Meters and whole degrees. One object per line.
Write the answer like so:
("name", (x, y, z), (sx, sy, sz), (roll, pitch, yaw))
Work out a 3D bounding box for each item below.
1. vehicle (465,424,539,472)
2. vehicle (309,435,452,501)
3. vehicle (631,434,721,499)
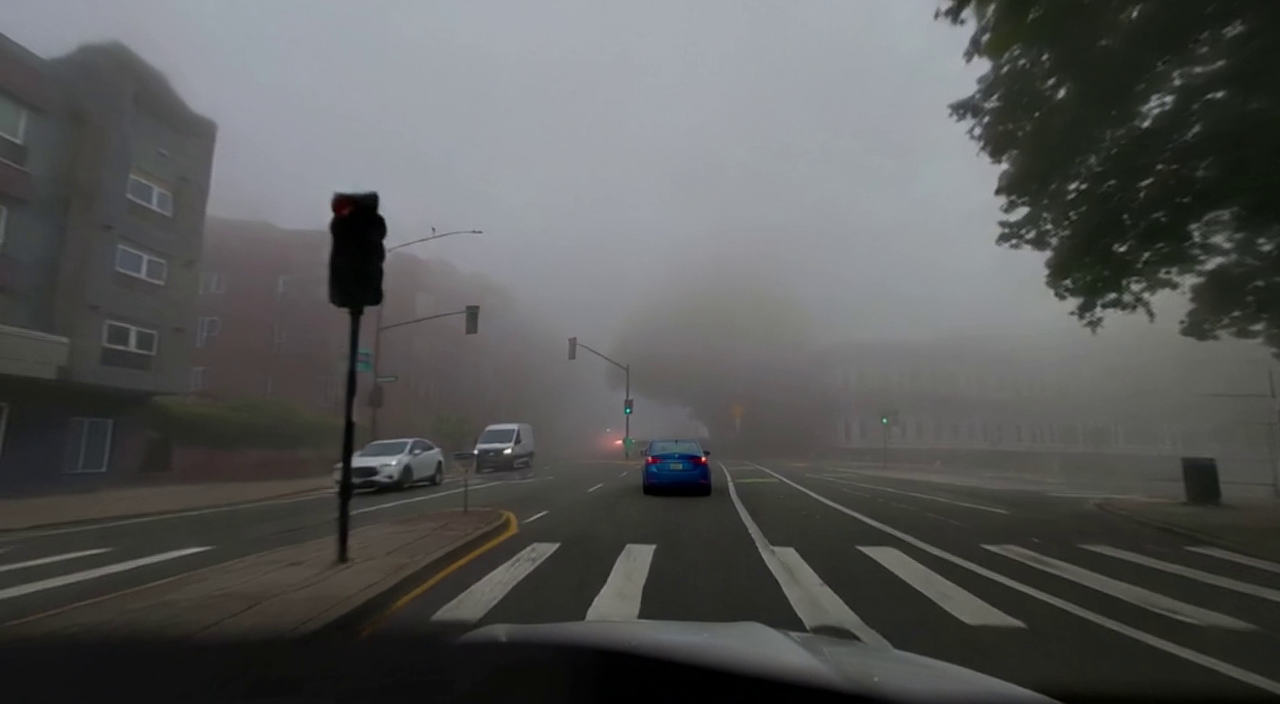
("vehicle", (-6.355, 4.455, 29.574), (2.310, 2.045, 4.763), (0, -8, 1))
("vehicle", (-6.683, 2.979, 16.796), (1.884, 1.509, 4.416), (0, -8, 1))
("vehicle", (0.897, 2.775, 15.807), (1.950, 1.401, 4.159), (0, -8, 3))
